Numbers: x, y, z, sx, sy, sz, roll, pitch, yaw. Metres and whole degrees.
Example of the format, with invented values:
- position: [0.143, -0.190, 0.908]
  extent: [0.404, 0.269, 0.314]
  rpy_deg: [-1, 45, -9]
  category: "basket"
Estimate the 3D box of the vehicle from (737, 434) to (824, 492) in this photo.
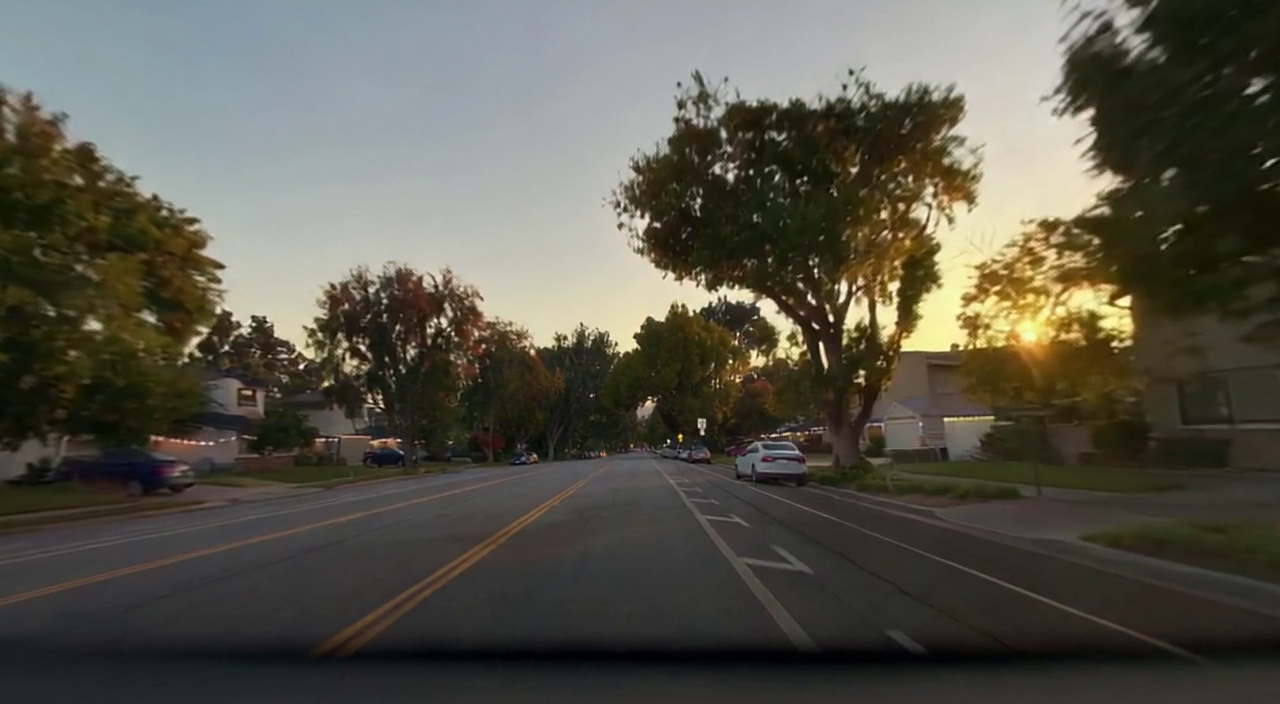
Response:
- position: [4.990, 3.999, 23.080]
  extent: [2.082, 1.763, 4.718]
  rpy_deg: [3, -8, 0]
  category: "vehicle"

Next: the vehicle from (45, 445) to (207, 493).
- position: [-20.488, 4.636, 25.302]
  extent: [4.818, 1.625, 2.012]
  rpy_deg: [1, -8, 5]
  category: "vehicle"

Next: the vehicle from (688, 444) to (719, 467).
- position: [4.743, 7.823, 47.574]
  extent: [1.934, 1.546, 5.009]
  rpy_deg: [2, -10, 2]
  category: "vehicle"

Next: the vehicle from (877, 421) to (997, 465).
- position: [15.701, 4.851, 33.667]
  extent: [5.096, 1.931, 2.288]
  rpy_deg: [-4, -9, 2]
  category: "vehicle"
